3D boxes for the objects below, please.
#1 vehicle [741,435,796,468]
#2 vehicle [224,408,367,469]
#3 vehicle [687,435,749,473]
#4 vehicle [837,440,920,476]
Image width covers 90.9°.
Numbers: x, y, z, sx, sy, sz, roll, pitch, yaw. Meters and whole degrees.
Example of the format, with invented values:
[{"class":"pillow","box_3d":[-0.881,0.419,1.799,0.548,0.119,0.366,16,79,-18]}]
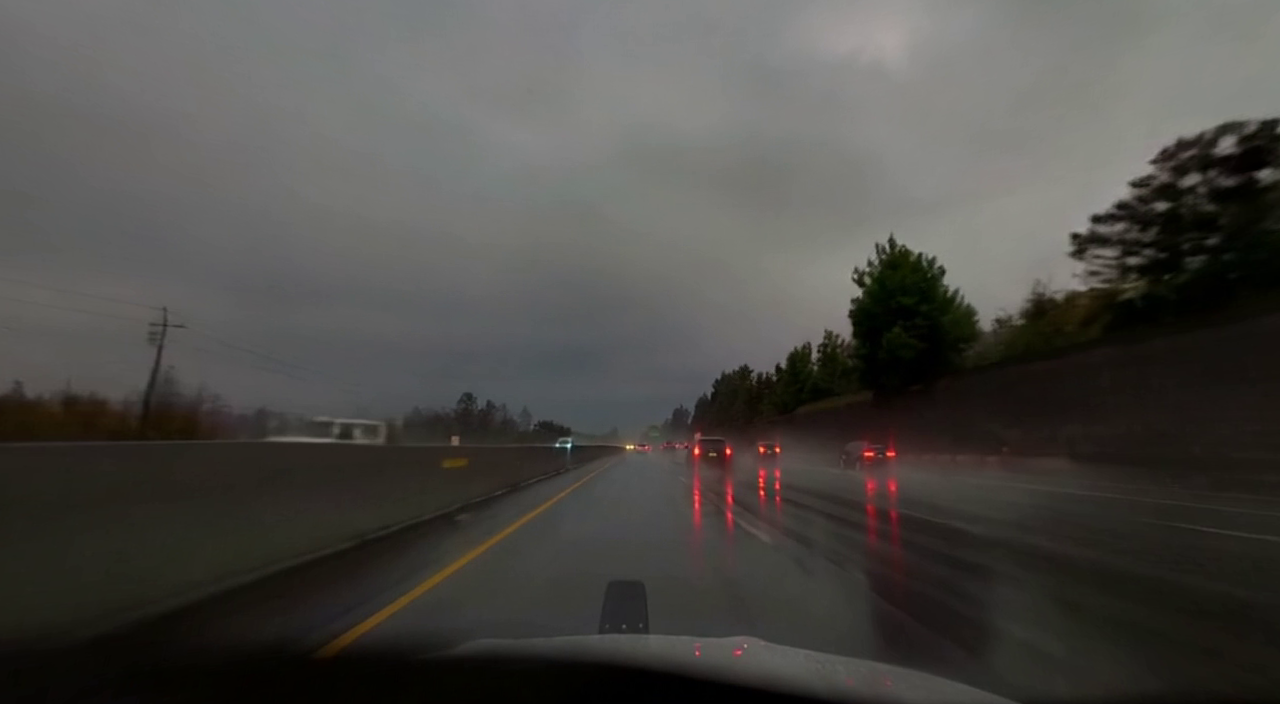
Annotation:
[{"class":"vehicle","box_3d":[7.224,5.670,35.964,2.178,1.749,4.570,0,-8,0]},{"class":"vehicle","box_3d":[-9.965,2.569,18.641,1.919,1.596,3.866,0,-9,2]},{"class":"vehicle","box_3d":[3.581,4.786,29.780,2.326,1.644,4.206,0,-9,-1]},{"class":"vehicle","box_3d":[10.554,4.706,28.281,1.970,1.479,4.480,0,-8,0]}]
